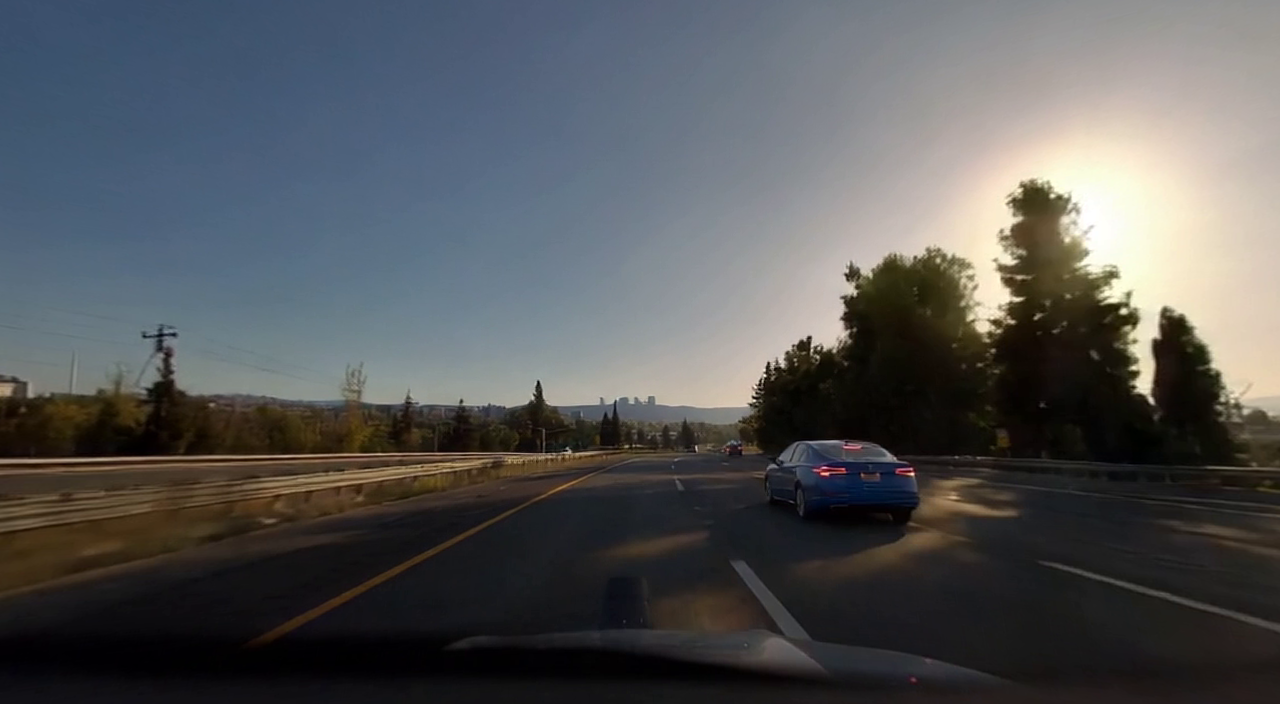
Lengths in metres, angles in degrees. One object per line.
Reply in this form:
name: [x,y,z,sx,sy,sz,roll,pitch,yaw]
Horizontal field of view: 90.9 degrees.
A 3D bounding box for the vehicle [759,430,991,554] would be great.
vehicle: [3.409,2.105,10.250,2.050,1.546,4.344,0,-8,0]
